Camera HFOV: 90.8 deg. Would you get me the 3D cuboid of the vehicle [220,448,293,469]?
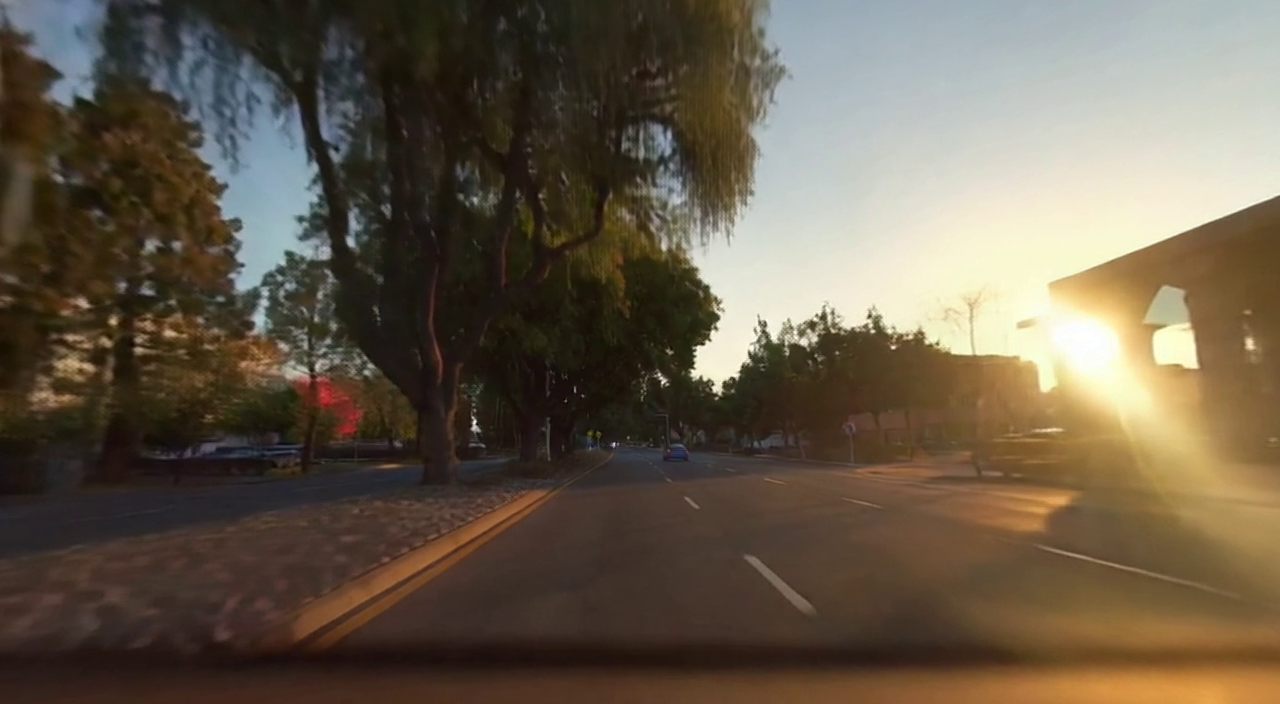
[{"bbox_3d":[-28.549,7.926,47.118,4.140,1.446,1.888,-1,-8,-1],"label":"vehicle"}]
